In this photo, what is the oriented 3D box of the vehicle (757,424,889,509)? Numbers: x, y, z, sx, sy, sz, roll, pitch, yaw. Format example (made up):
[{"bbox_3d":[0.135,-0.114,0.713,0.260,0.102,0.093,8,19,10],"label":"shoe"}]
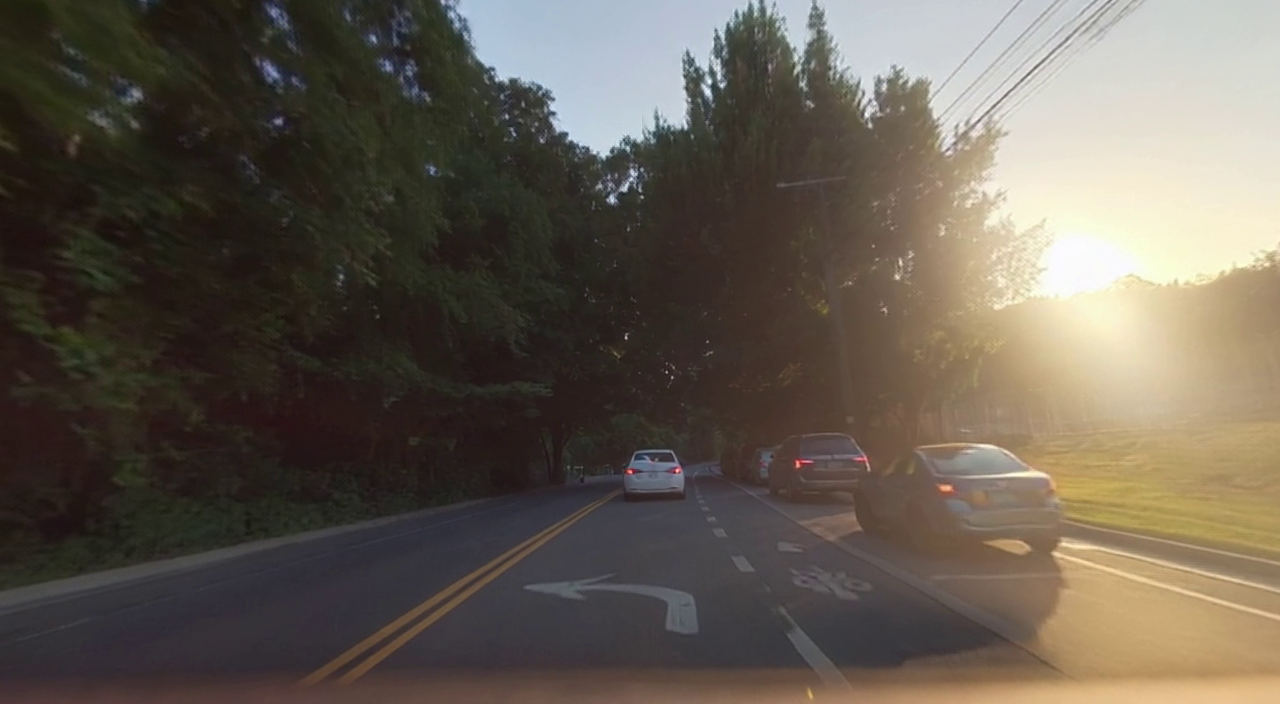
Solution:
[{"bbox_3d":[4.405,2.834,16.075,2.066,1.804,4.751,0,-8,2],"label":"vehicle"}]

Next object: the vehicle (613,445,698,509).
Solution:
[{"bbox_3d":[0.440,3.349,17.442,2.078,1.521,4.058,0,-8,2],"label":"vehicle"}]

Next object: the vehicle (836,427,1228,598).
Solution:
[{"bbox_3d":[4.168,1.757,7.965,1.992,1.469,4.823,0,-8,2],"label":"vehicle"}]
